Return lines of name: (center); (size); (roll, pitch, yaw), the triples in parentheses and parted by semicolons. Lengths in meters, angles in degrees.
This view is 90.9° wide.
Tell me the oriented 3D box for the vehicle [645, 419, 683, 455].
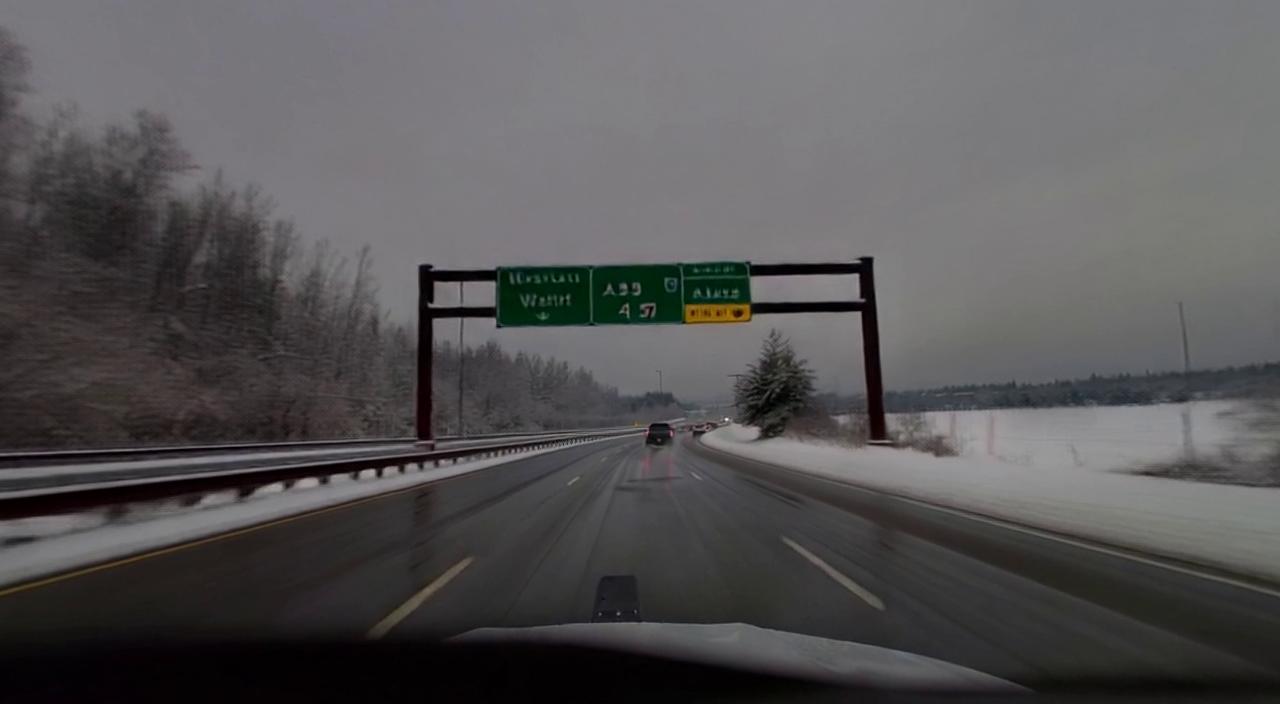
vehicle: (1.639, 5.893, 43.643); (2.450, 2.314, 4.753); (0, -8, 2)
